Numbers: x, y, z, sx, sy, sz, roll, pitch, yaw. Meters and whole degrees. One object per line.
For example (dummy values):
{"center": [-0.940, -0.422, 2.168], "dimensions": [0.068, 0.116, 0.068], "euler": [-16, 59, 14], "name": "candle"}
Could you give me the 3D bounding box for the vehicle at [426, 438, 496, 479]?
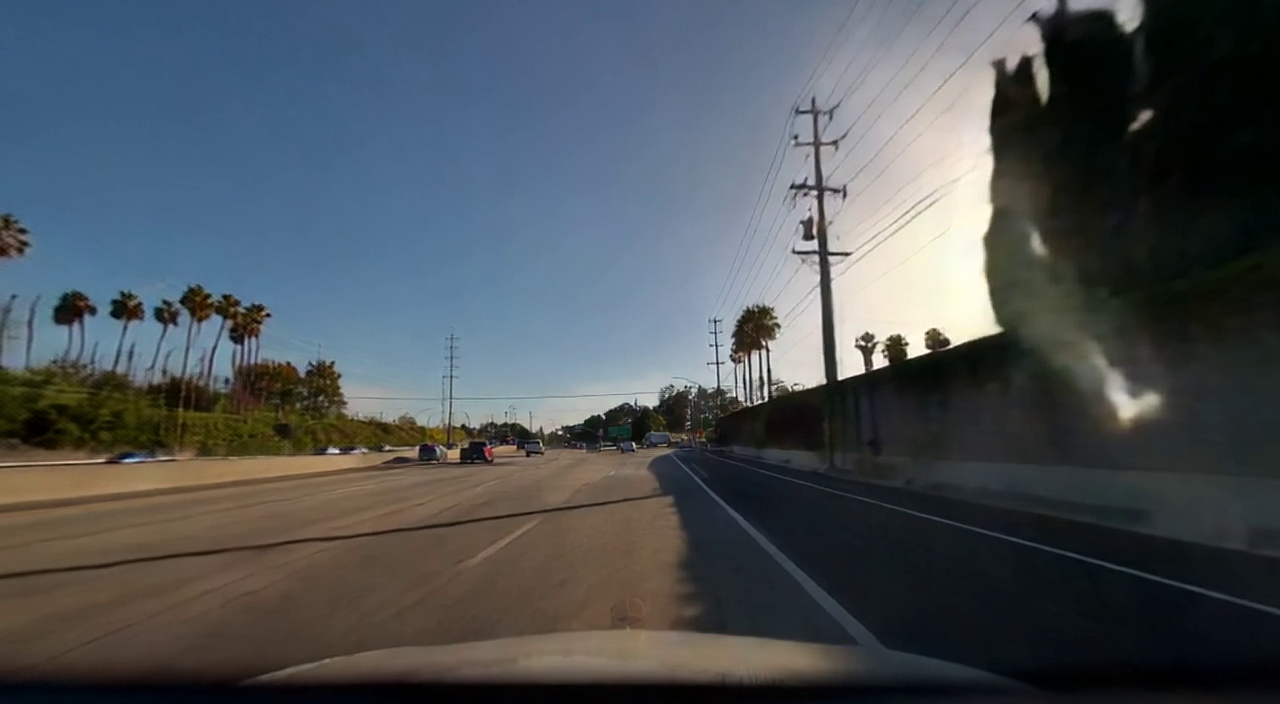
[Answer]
{"center": [-7.603, 4.569, 27.218], "dimensions": [2.029, 1.609, 3.935], "euler": [0, -8, -3], "name": "vehicle"}
